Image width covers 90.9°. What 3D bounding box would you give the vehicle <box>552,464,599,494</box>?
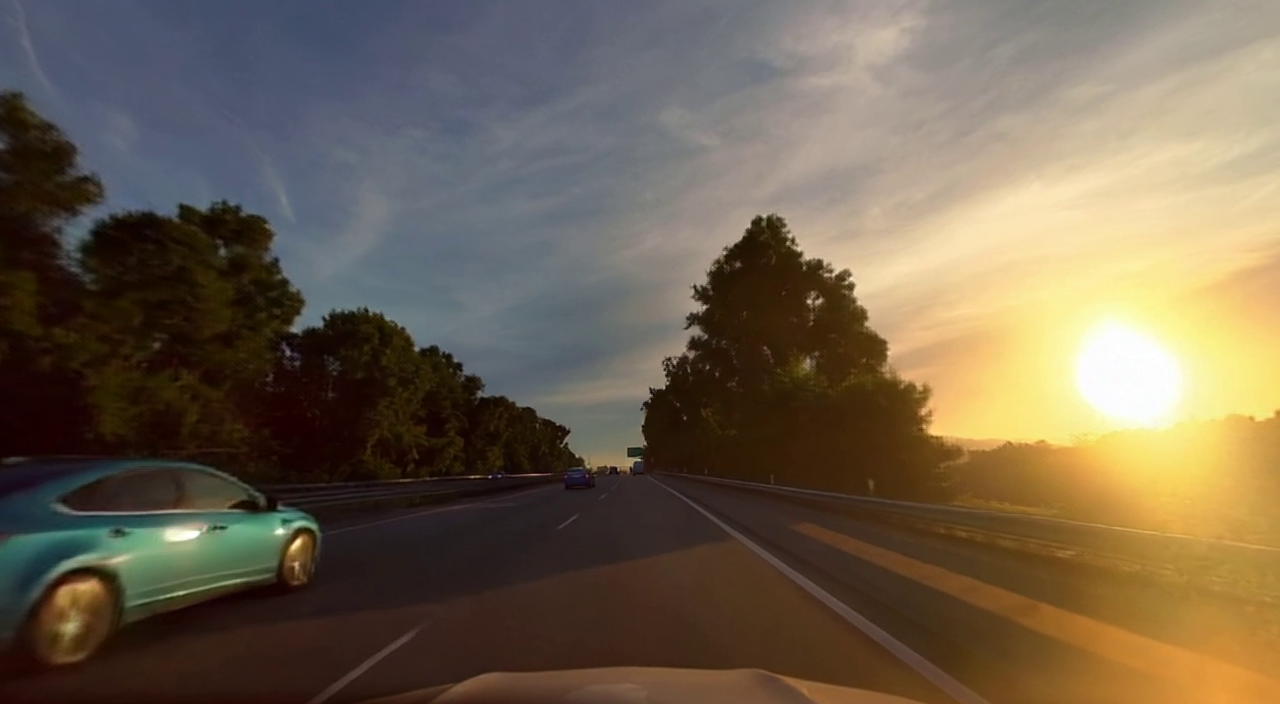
[{"bbox_3d":[-3.482,6.981,34.808,2.006,1.516,4.820,1,-11,0],"label":"vehicle"}]

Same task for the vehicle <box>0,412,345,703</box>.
[{"bbox_3d":[-4.307,1.319,4.577,2.040,1.525,4.603,1,-11,0],"label":"vehicle"}]
